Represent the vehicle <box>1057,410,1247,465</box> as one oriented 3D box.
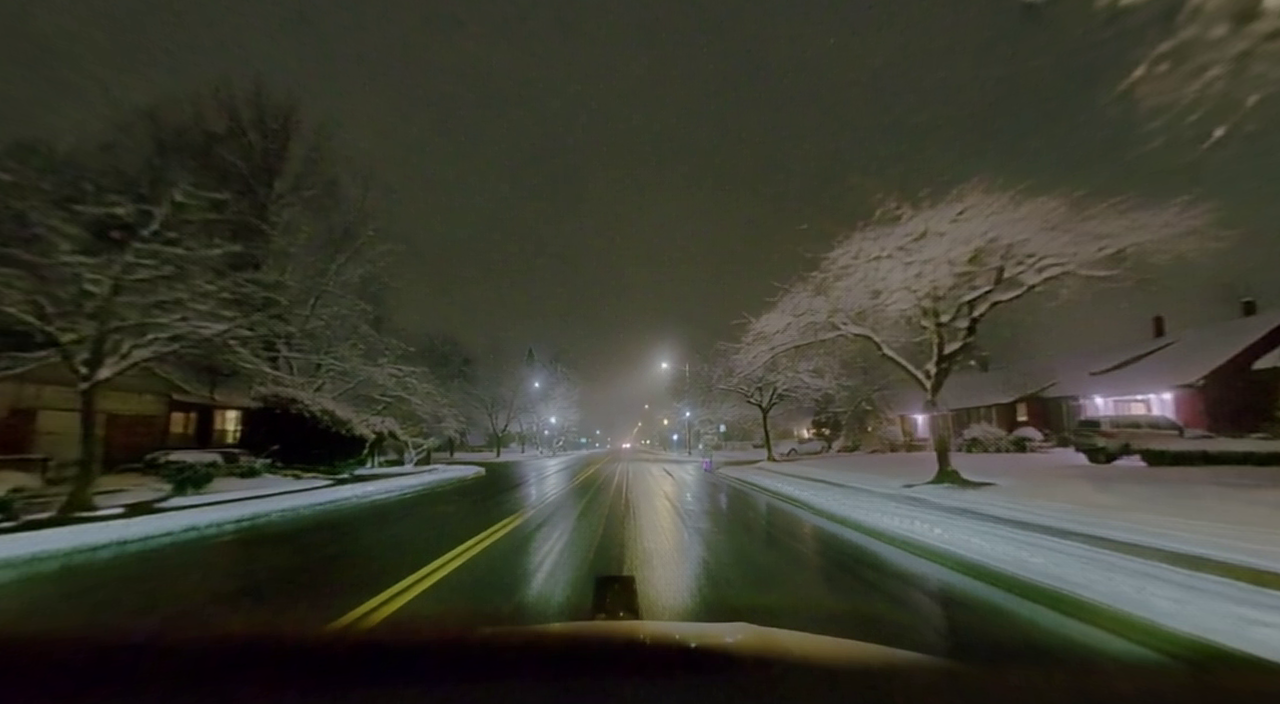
[{"bbox_3d":[17.136,2.898,21.258,4.562,1.736,2.092,0,-8,-1],"label":"vehicle"}]
